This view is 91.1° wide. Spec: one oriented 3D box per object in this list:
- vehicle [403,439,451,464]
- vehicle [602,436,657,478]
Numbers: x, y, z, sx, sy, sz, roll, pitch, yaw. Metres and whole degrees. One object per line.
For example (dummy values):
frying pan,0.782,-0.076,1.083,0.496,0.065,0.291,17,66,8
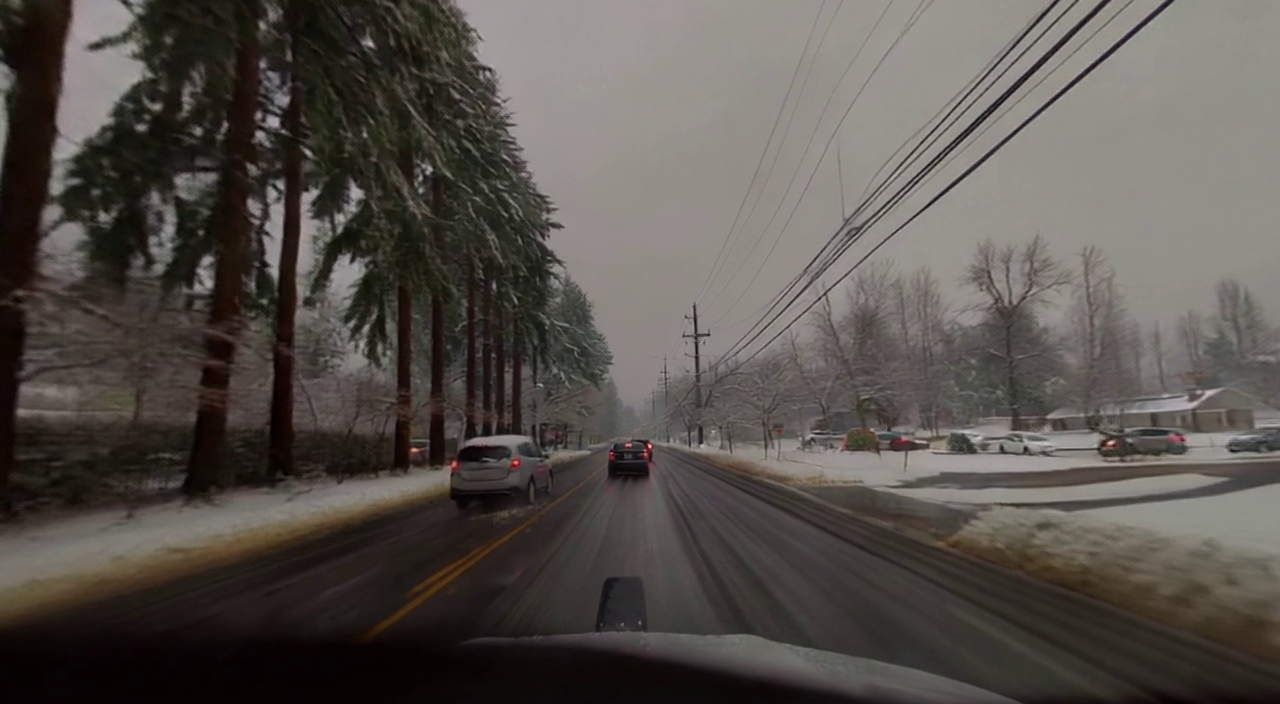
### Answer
vehicle,-16.181,7.574,47.980,2.061,1.772,4.501,0,-9,0
vehicle,-0.374,4.071,24.583,1.991,1.463,3.988,0,-8,0
